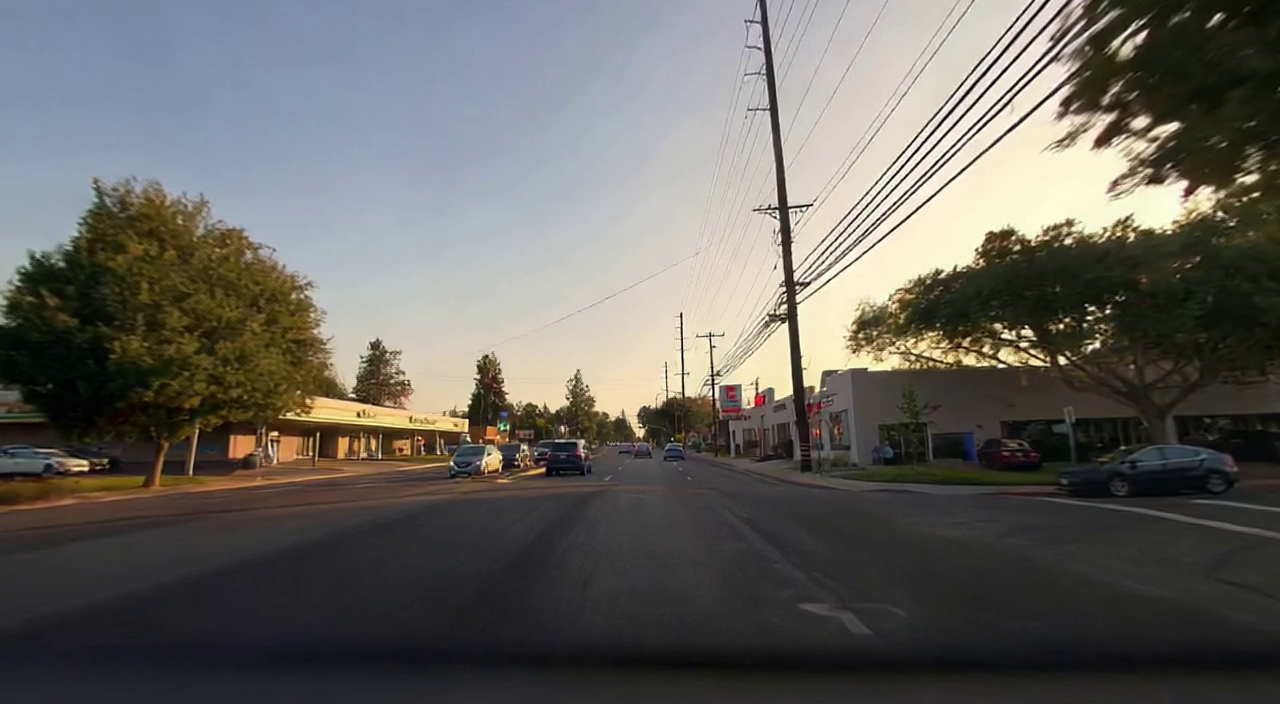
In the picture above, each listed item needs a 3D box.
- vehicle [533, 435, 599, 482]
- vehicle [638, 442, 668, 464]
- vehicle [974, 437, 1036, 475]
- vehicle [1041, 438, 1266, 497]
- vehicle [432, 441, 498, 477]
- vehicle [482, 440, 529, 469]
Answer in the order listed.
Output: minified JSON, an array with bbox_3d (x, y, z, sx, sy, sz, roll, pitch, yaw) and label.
[{"bbox_3d":[-2.783,4.124,24.710,2.047,1.664,4.148,0,-9,1],"label":"vehicle"},{"bbox_3d":[0.919,7.111,44.323,1.978,1.455,4.195,0,-9,2],"label":"vehicle"},{"bbox_3d":[16.594,4.659,28.498,2.080,1.530,5.079,-5,-10,32],"label":"vehicle"},{"bbox_3d":[14.162,3.165,17.558,4.710,1.497,2.116,1,-9,-9],"label":"vehicle"},{"bbox_3d":[-7.751,4.779,28.324,1.760,1.487,3.890,0,-9,1],"label":"vehicle"},{"bbox_3d":[-7.843,6.029,37.153,1.795,1.607,4.059,0,-9,1],"label":"vehicle"}]
